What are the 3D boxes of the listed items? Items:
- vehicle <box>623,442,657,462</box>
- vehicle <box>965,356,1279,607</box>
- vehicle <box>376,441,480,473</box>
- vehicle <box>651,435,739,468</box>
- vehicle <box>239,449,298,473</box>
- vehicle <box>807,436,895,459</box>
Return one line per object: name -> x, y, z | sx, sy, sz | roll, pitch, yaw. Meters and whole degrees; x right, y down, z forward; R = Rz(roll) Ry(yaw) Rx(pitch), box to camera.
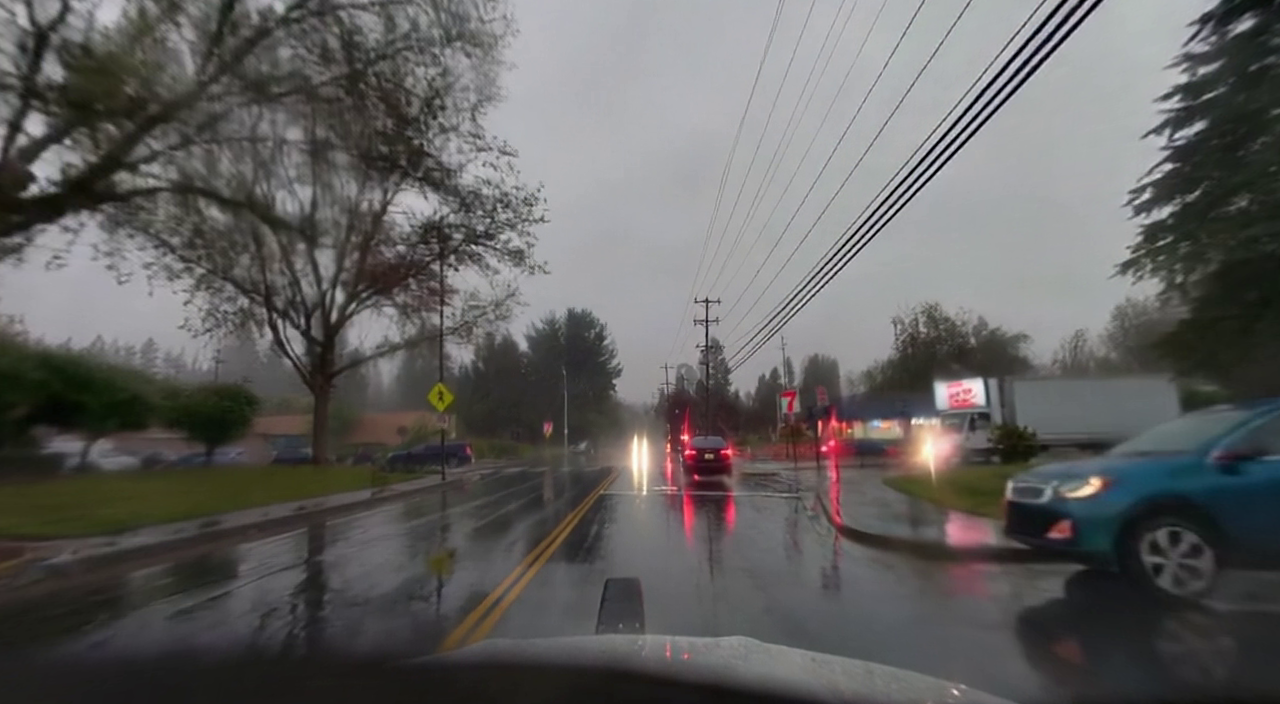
vehicle -> -0.044, 7.674, 48.445 | 1.874, 1.427, 3.976 | 2, -9, -12
vehicle -> 6.013, 1.103, 5.780 | 4.814, 1.872, 2.220 | -1, -9, 7
vehicle -> -13.297, 6.607, 40.028 | 5.866, 1.904, 2.197 | 1, -8, -6
vehicle -> 3.375, 6.273, 39.990 | 2.553, 1.868, 5.536 | 6, -10, -35
vehicle -> -28.826, 8.453, 49.258 | 2.085, 1.763, 4.658 | 1, -9, -5
vehicle -> 13.272, 6.063, 40.014 | 4.872, 1.400, 1.955 | -1, -8, 3
